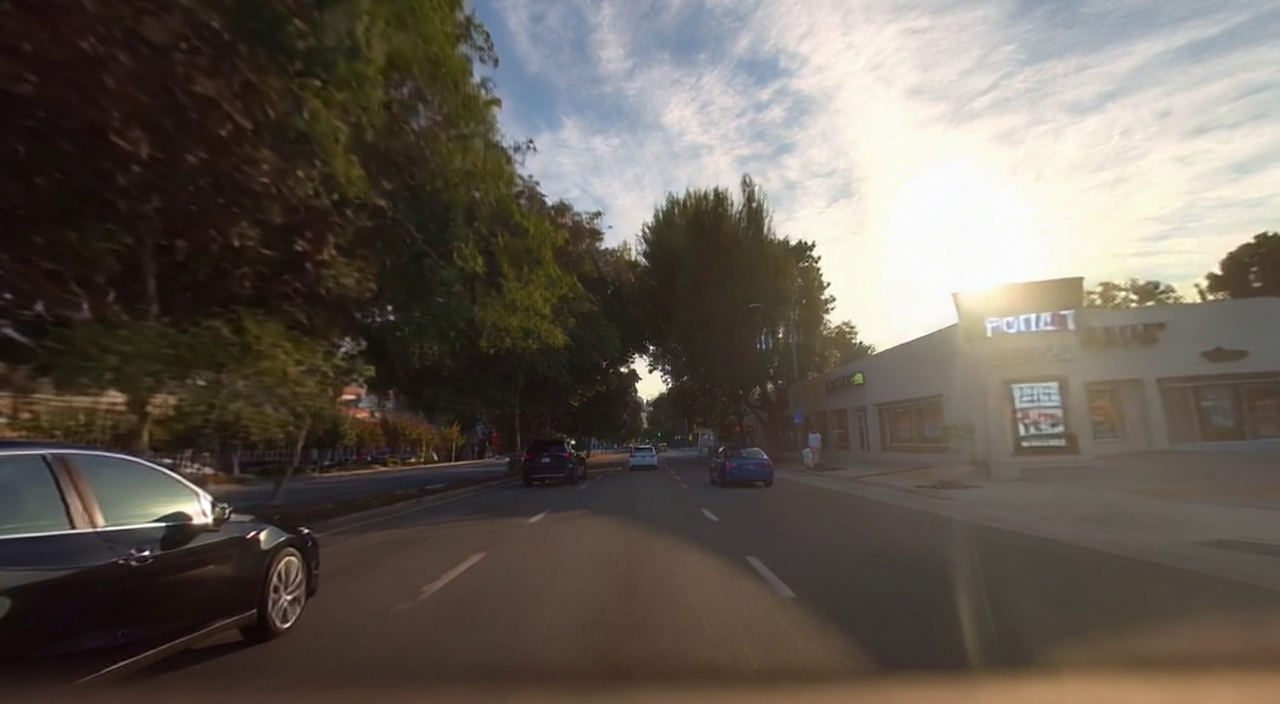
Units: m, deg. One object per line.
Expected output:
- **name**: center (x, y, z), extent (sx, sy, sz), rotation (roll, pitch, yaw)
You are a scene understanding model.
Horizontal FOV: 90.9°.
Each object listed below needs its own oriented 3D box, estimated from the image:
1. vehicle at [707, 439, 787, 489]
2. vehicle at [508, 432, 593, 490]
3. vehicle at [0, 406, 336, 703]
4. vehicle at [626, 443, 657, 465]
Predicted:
- **vehicle**: center (3.461, 3.699, 21.213), extent (1.904, 1.490, 4.299), rotation (0, -8, -1)
- **vehicle**: center (-2.938, 3.714, 21.876), extent (2.193, 1.788, 4.603), rotation (0, -8, 1)
- **vehicle**: center (-3.242, 0.926, 2.182), extent (1.956, 1.460, 4.802), rotation (0, -8, 0)
- **vehicle**: center (0.116, 7.148, 44.230), extent (2.069, 1.445, 3.965), rotation (0, -8, 0)
